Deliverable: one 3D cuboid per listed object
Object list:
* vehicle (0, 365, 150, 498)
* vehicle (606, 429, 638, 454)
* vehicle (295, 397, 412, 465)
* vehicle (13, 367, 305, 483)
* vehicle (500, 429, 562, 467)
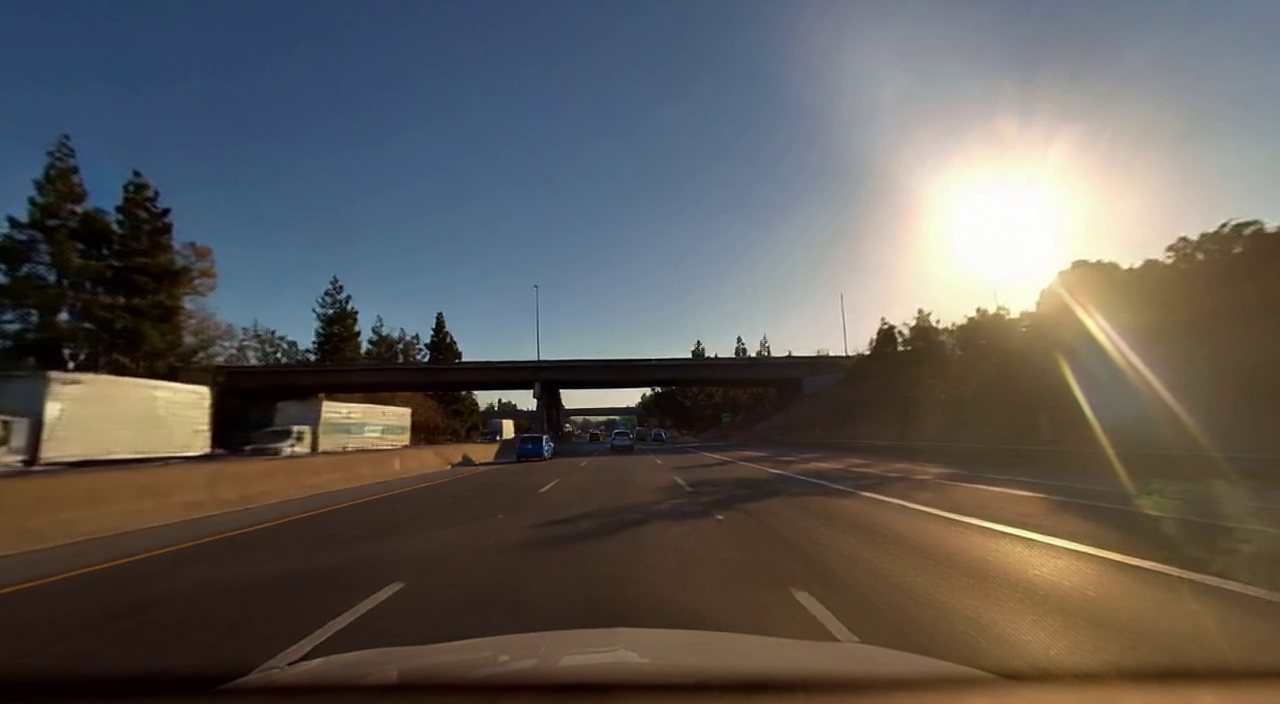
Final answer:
[{"bbox_3d":[-20.596,2.641,20.983,3.146,3.920,6.327,1,-7,-1],"label":"vehicle"},{"bbox_3d":[-1.182,6.107,42.851,2.116,1.625,4.004,0,-8,0],"label":"vehicle"},{"bbox_3d":[-16.603,4.715,37.330,2.942,3.572,8.438,0,-8,0],"label":"vehicle"},{"bbox_3d":[-20.710,3.486,29.197,2.851,4.082,13.788,0,-8,-1],"label":"vehicle"},{"bbox_3d":[-4.807,4.299,28.386,2.017,1.537,4.496,0,-8,0],"label":"vehicle"}]
